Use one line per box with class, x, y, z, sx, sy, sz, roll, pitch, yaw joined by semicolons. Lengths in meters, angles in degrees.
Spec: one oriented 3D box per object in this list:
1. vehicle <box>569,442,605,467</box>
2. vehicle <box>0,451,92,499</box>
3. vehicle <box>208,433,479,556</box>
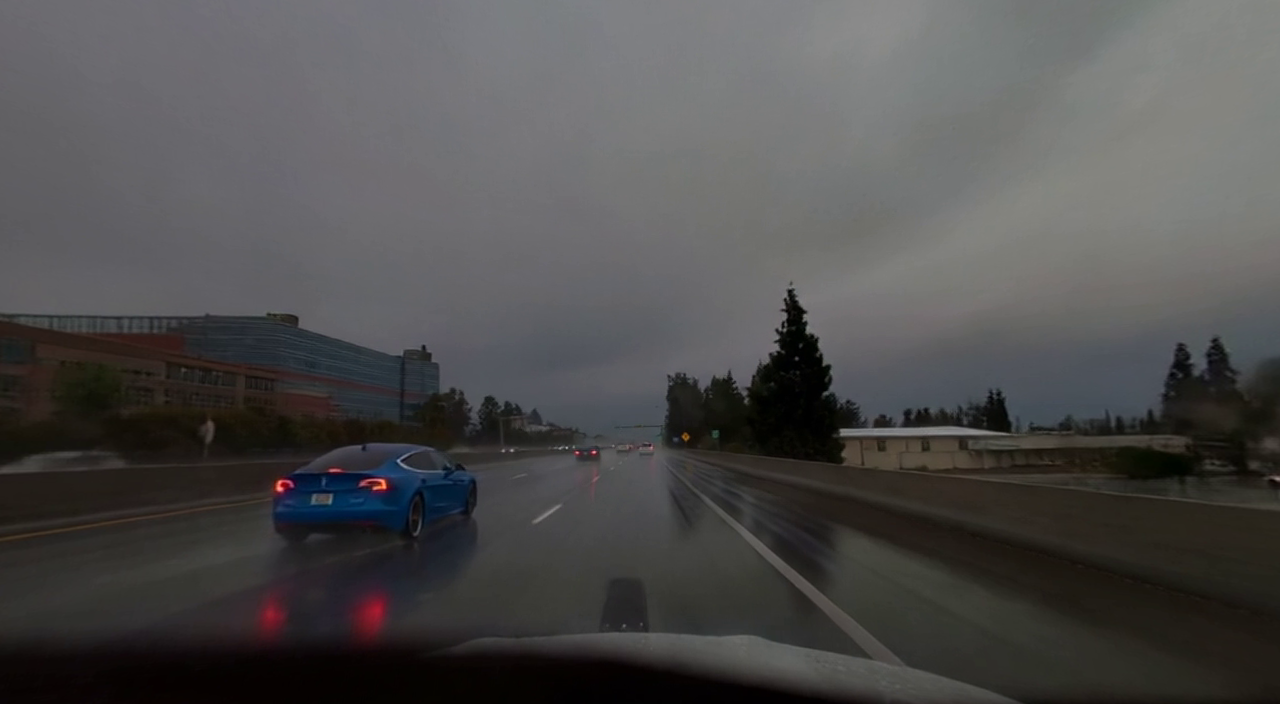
vehicle;-3.340;6.548;40.458;1.926;1.464;4.186;0;-8;1
vehicle;-21.294;4.160;21.563;1.817;1.465;3.571;0;-8;1
vehicle;-4.155;2.051;9.870;2.083;1.471;4.350;0;-8;1
